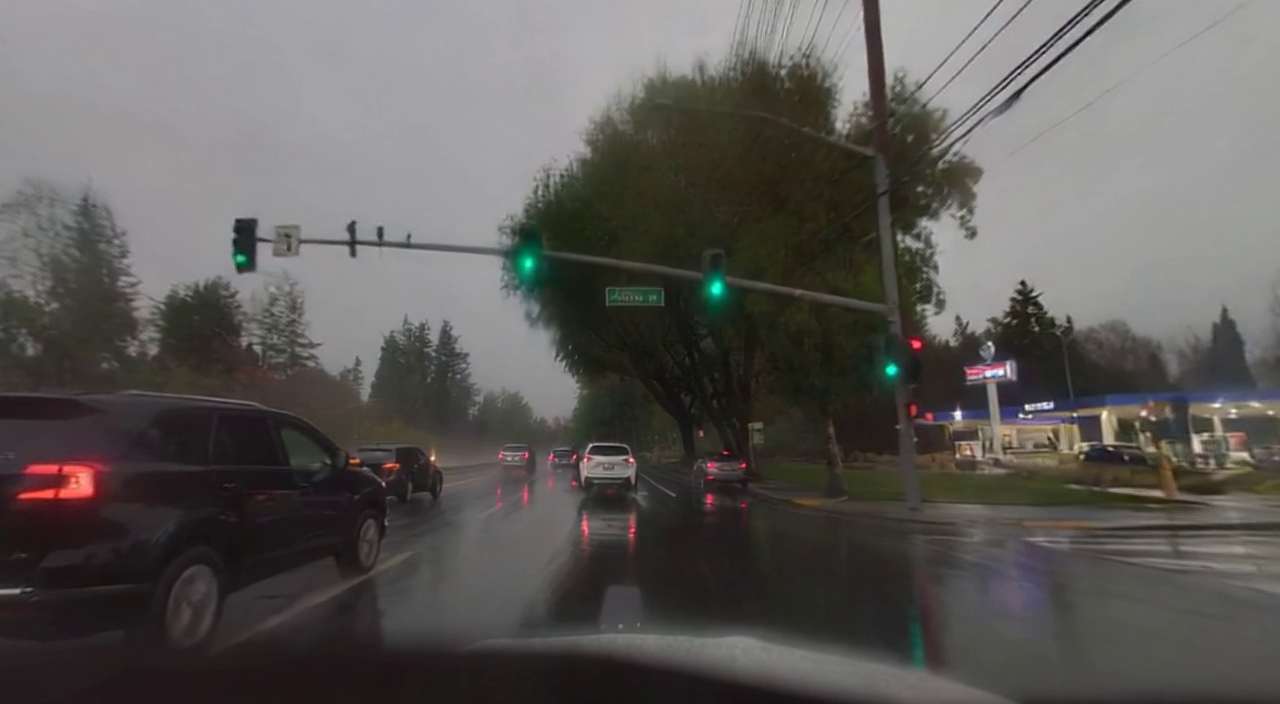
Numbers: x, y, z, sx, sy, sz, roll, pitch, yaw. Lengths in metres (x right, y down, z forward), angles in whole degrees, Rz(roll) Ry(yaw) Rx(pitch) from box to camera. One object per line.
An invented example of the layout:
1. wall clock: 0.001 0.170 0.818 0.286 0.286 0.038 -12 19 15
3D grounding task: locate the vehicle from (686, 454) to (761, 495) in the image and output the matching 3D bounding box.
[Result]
1. vehicle: 2.988 4.489 23.582 2.065 1.302 4.416 0 -8 -1

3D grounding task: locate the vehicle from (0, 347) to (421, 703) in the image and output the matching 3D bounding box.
1. vehicle: -3.464 1.125 4.889 1.922 1.642 4.547 0 -8 0

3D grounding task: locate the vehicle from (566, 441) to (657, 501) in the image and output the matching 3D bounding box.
1. vehicle: -0.672 3.167 17.285 2.189 1.437 4.135 0 -8 0

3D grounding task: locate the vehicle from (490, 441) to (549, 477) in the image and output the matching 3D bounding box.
1. vehicle: -6.867 6.142 36.542 2.385 1.918 5.056 0 -8 0
